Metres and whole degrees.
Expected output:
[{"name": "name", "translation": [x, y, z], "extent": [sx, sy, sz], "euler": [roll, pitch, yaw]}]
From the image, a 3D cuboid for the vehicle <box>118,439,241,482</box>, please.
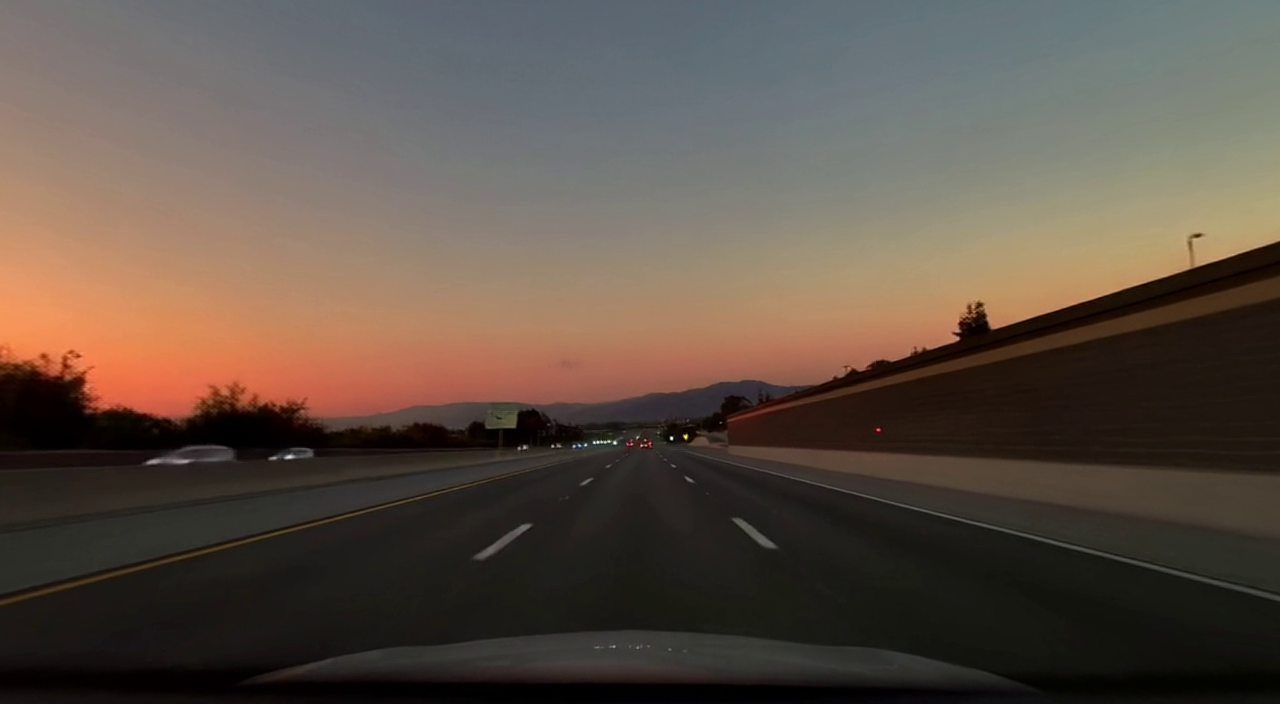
[{"name": "vehicle", "translation": [-23.225, 5.459, 32.185], "extent": [2.111, 1.937, 5.530], "euler": [-1, -8, 0]}]
